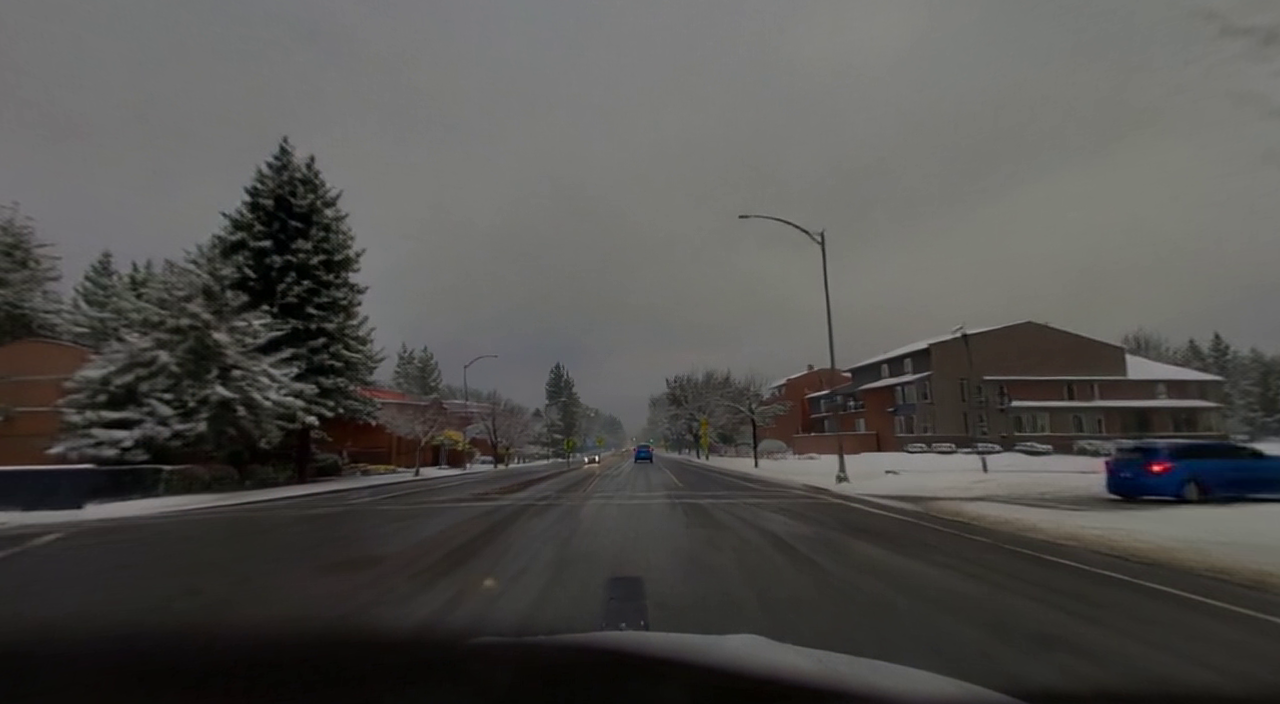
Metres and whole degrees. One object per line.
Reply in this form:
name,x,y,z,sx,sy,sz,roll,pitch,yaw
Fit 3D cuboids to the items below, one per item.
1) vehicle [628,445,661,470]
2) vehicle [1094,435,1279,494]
vehicle,0.335,7.383,44.396,2.200,1.653,4.127,0,-8,1
vehicle,15.411,2.993,16.938,4.824,1.462,1.974,0,-9,0
